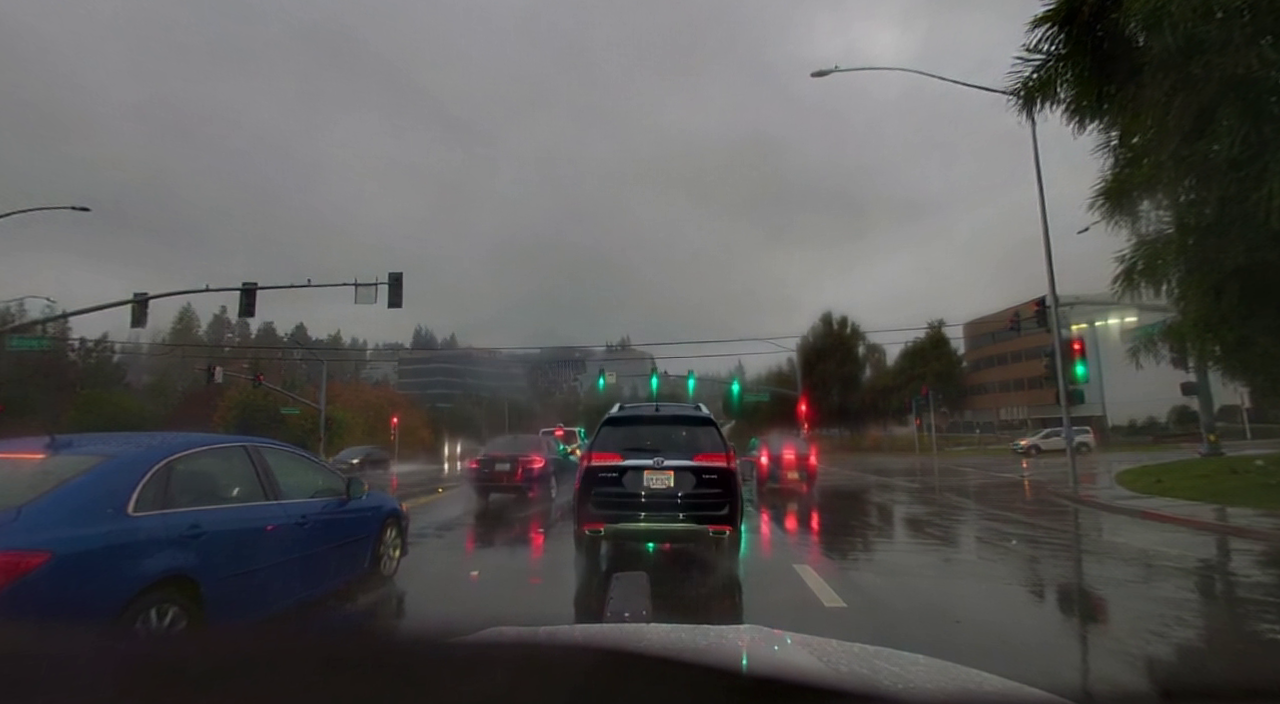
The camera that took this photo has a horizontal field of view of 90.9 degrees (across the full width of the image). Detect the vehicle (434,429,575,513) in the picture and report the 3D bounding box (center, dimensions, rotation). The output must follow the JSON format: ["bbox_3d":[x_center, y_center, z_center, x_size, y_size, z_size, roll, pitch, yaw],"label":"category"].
[{"bbox_3d":[-2.675,2.447,13.461,1.851,1.502,4.042,0,-8,4],"label":"vehicle"}]

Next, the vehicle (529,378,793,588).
[{"bbox_3d":[0.213,1.458,7.769,2.300,1.832,4.331,0,-8,1],"label":"vehicle"}]

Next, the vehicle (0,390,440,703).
[{"bbox_3d":[-3.232,1.211,4.482,1.958,1.494,4.624,0,-8,2],"label":"vehicle"}]
